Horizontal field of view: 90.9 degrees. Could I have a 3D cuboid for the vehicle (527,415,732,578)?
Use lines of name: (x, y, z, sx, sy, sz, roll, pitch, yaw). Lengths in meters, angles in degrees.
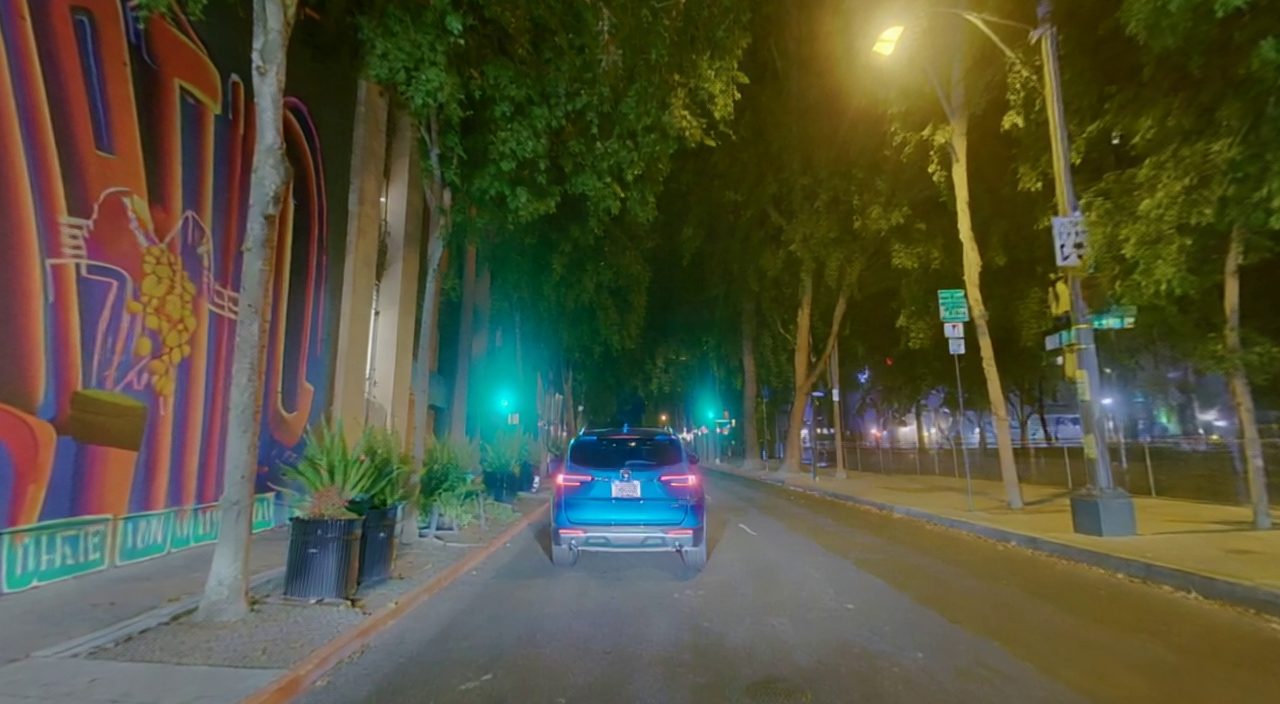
vehicle: (-0.134, 1.756, 8.404, 2.079, 1.621, 3.861, 0, -8, -1)
